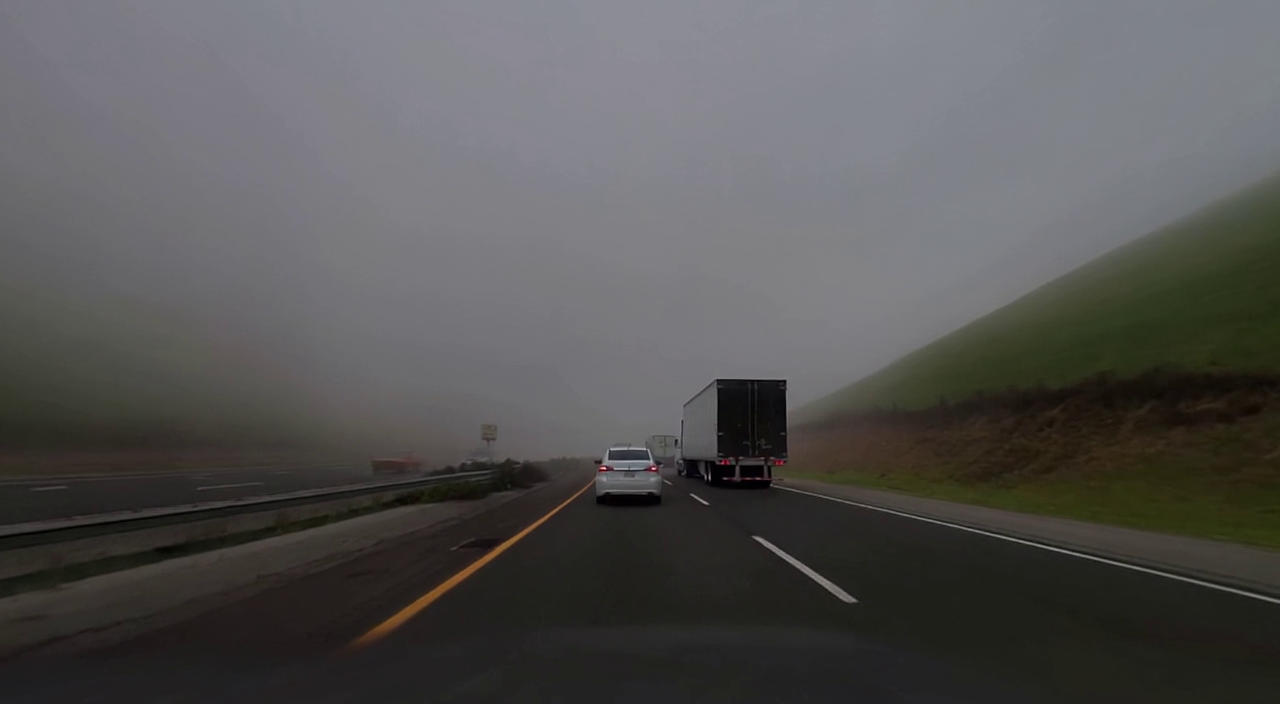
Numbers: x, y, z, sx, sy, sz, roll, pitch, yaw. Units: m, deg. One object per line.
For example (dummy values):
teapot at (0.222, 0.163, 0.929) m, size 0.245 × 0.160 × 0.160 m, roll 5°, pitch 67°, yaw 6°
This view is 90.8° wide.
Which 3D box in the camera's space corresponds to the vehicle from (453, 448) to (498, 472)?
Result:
vehicle at (-11.824, 7.793, 45.614) m, size 2.089 × 1.615 × 4.363 m, roll 0°, pitch -9°, yaw -1°

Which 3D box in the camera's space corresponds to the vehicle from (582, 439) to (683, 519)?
vehicle at (-0.181, 2.977, 15.218) m, size 2.109 × 1.639 × 3.768 m, roll 0°, pitch -9°, yaw -1°

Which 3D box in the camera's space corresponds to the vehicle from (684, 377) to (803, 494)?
vehicle at (4.060, 3.990, 28.956) m, size 2.812 × 4.024 × 14.098 m, roll 0°, pitch -9°, yaw -1°

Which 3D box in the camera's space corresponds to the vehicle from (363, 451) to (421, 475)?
vehicle at (-16.127, 7.233, 41.296) m, size 2.005 × 1.495 × 4.508 m, roll 0°, pitch -9°, yaw -1°
